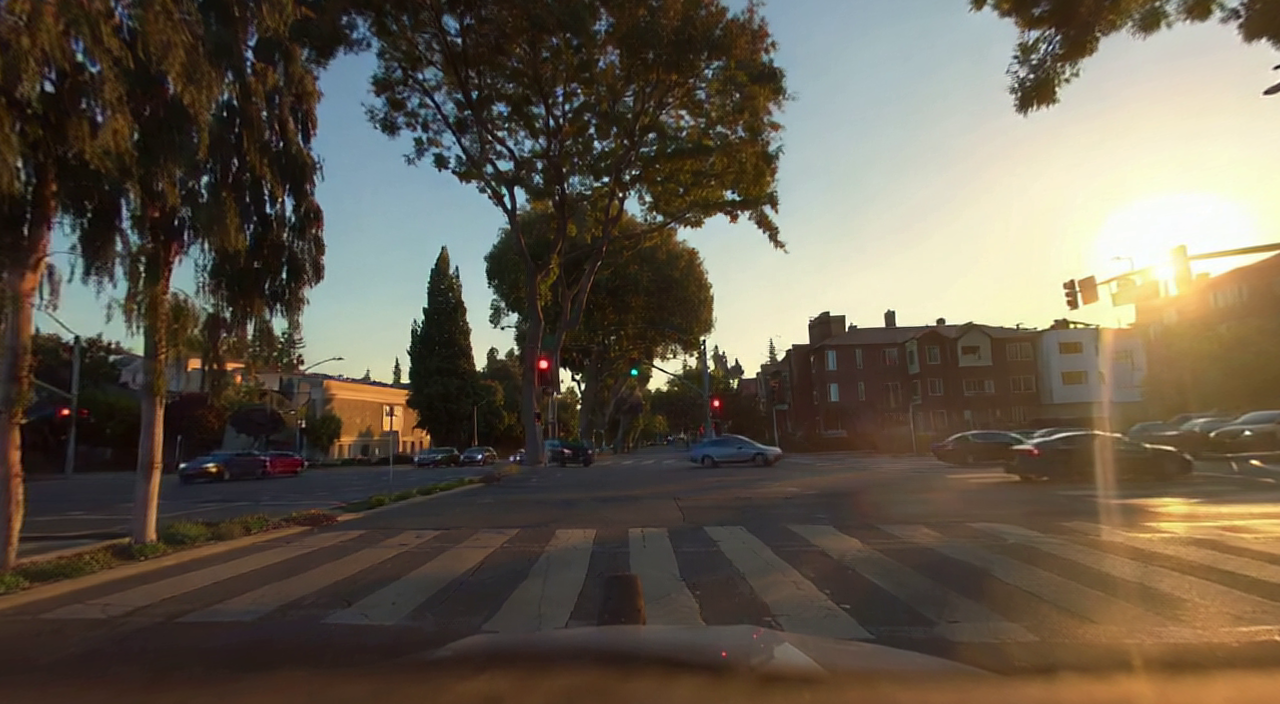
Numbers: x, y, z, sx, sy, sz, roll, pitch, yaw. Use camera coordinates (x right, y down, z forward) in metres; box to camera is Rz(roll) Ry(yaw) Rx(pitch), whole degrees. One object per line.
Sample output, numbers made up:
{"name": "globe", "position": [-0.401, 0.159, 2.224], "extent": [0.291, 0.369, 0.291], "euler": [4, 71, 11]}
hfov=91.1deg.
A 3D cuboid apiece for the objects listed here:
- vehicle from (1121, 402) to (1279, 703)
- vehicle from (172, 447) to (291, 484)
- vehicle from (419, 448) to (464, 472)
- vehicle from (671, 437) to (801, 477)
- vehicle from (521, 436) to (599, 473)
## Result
{"name": "vehicle", "position": [3.086, 0.659, 0.422], "extent": [1.990, 1.454, 4.490], "euler": [0, -8, 1]}
{"name": "vehicle", "position": [-18.204, 5.053, 28.308], "extent": [2.203, 1.471, 4.723], "euler": [0, -8, -1]}
{"name": "vehicle", "position": [-11.606, 6.302, 36.970], "extent": [1.921, 1.304, 4.050], "euler": [1, -8, -9]}
{"name": "vehicle", "position": [3.924, 4.335, 26.177], "extent": [5.017, 1.515, 2.006], "euler": [-7, -11, 38]}
{"name": "vehicle", "position": [-4.436, 5.495, 33.988], "extent": [2.276, 1.842, 4.958], "euler": [5, -10, -32]}
